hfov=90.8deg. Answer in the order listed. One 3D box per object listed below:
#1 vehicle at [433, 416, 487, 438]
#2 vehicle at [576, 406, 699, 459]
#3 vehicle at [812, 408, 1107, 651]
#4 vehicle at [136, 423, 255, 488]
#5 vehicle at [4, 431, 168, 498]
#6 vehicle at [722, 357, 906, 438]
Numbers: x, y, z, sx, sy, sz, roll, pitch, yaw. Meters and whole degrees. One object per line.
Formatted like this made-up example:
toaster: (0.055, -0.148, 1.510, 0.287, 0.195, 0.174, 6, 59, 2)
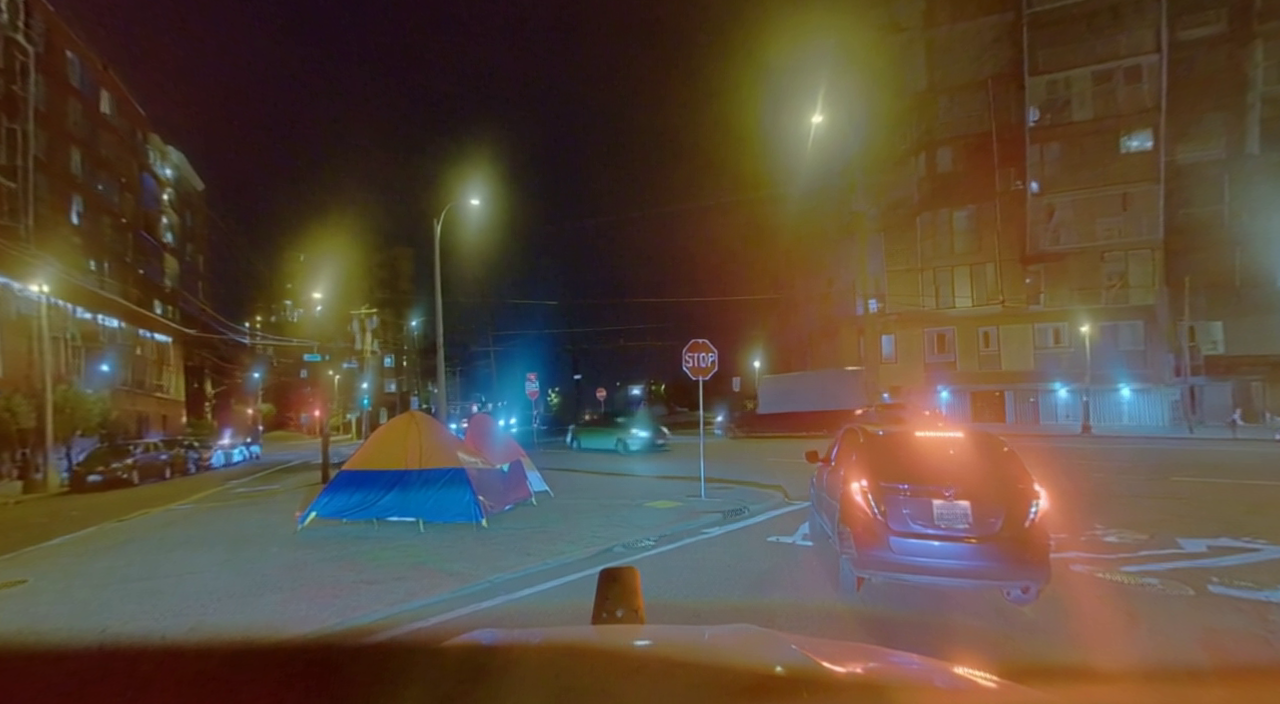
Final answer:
vehicle: (-13.654, 5.697, 47.787, 2.089, 1.506, 4.641, 7, -11, -41)
vehicle: (-0.162, 2.970, 22.948, 4.320, 1.724, 1.870, -8, -11, 42)
vehicle: (3.438, 1.545, 6.657, 1.945, 1.647, 4.160, -6, -10, 32)
vehicle: (-13.392, 3.115, 19.323, 1.987, 1.686, 3.971, 0, -8, -21)
vehicle: (-17.136, 3.462, 19.955, 2.054, 1.800, 5.212, 3, -9, -20)
vehicle: (7.328, 2.159, 27.455, 7.172, 3.075, 2.584, -7, -10, 42)
